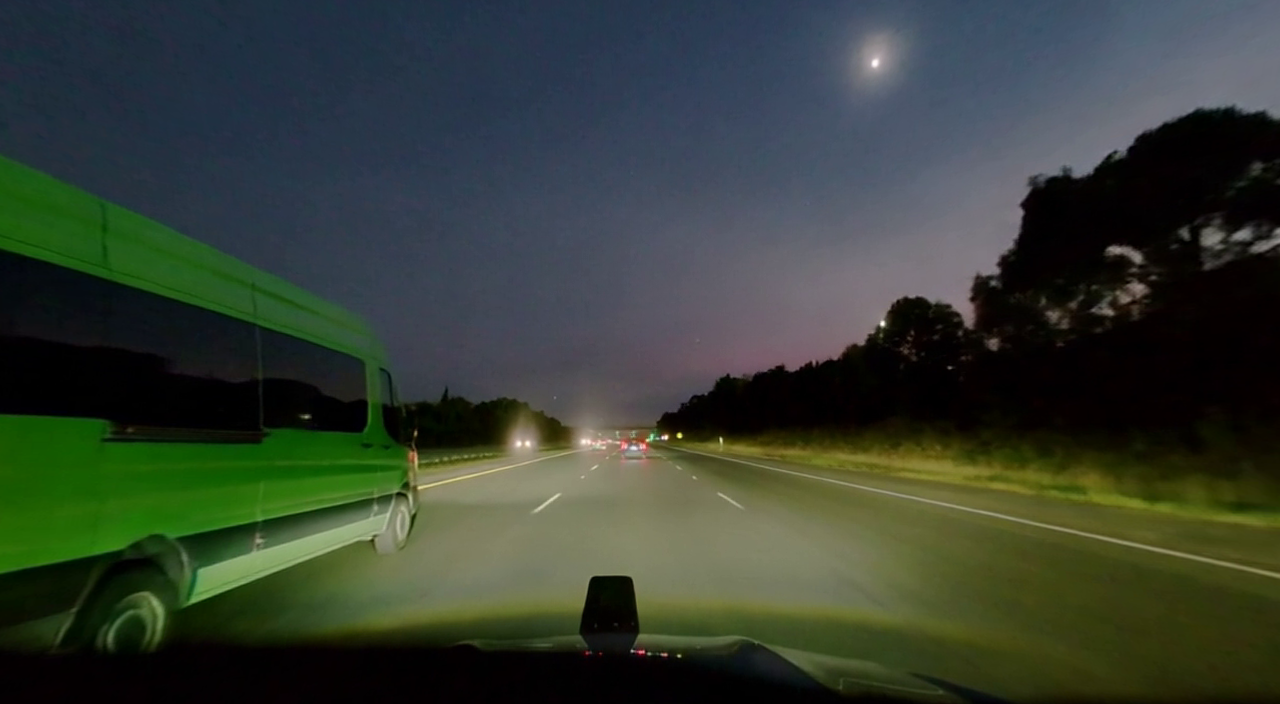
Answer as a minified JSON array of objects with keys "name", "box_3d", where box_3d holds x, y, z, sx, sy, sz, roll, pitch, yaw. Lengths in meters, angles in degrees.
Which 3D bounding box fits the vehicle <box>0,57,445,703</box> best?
[{"name":"vehicle","box_3d":[-3.464,0.597,4.419,2.424,2.577,5.828,0,-8,-1]}]

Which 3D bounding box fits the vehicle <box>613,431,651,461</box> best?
[{"name":"vehicle","box_3d":[-0.464,5.458,36.701,2.104,1.646,4.176,0,-8,-1]}]
